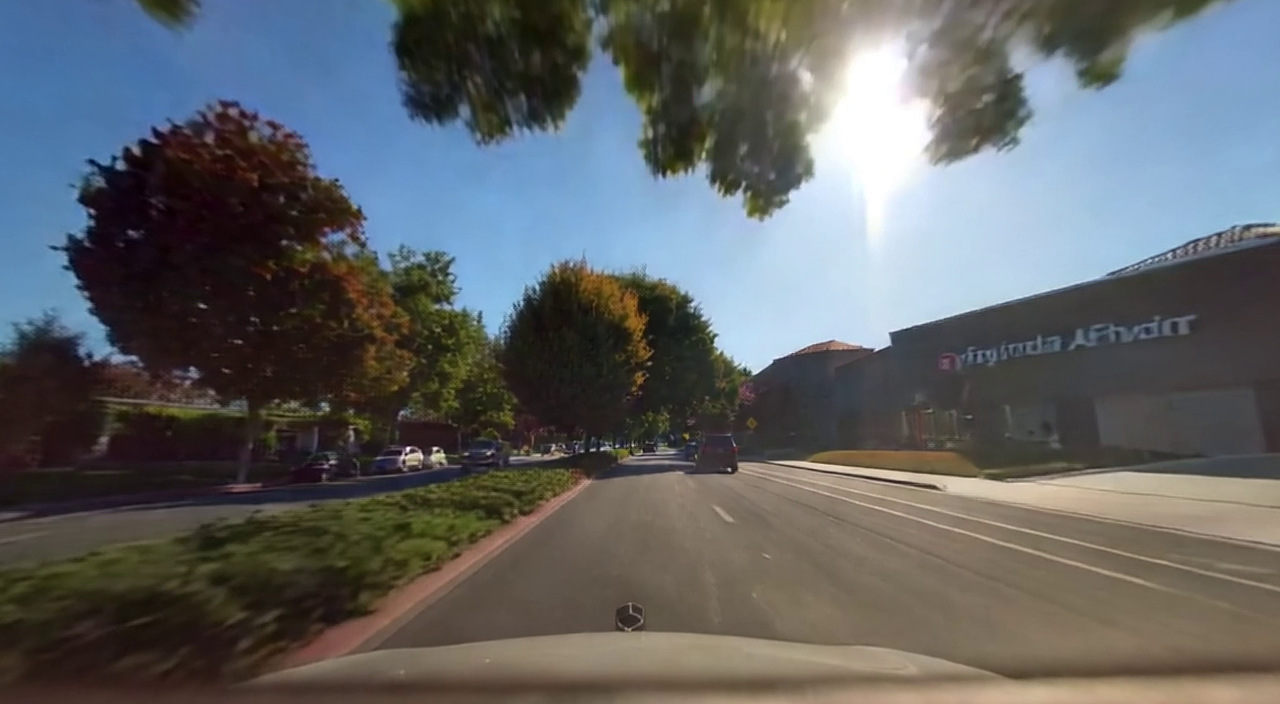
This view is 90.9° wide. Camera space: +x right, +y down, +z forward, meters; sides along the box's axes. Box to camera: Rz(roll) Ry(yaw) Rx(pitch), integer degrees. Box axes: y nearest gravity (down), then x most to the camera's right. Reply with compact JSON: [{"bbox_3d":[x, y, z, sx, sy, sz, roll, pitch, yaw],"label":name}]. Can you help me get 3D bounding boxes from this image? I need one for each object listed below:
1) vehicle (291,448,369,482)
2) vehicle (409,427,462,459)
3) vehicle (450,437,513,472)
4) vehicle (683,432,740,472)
[{"bbox_3d":[-16.310,5.923,33.426,1.848,1.641,4.644,0,-8,-1],"label":"vehicle"},{"bbox_3d":[-13.597,6.109,42.279,2.005,2.034,4.904,0,-8,-1],"label":"vehicle"},{"bbox_3d":[-8.295,5.388,33.397,2.040,1.729,4.566,0,-8,2],"label":"vehicle"},{"bbox_3d":[3.314,4.757,30.138,2.143,1.759,4.378,0,-8,-1],"label":"vehicle"}]
